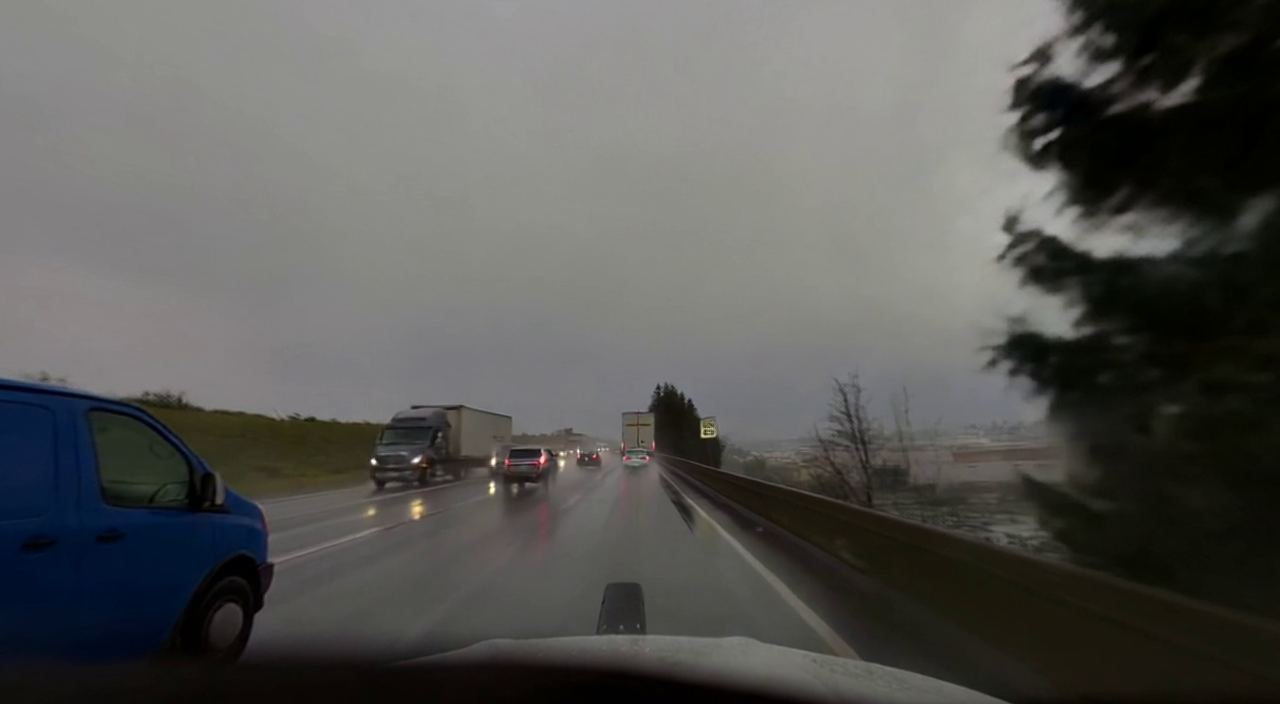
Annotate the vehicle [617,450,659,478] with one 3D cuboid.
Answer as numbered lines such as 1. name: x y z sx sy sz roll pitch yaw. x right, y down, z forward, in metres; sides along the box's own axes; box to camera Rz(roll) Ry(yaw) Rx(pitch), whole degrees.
1. vehicle: -0.117 5.886 33.455 2.095 1.393 3.908 0 -9 0

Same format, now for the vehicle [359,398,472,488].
1. vehicle: -9.936 4.148 28.738 2.922 3.600 6.110 0 -9 -1

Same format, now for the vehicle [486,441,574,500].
1. vehicle: -3.232 3.583 19.419 1.937 1.600 4.141 0 -9 0

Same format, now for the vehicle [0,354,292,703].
1. vehicle: -3.224 0.776 1.551 2.117 1.688 4.582 0 -9 0
